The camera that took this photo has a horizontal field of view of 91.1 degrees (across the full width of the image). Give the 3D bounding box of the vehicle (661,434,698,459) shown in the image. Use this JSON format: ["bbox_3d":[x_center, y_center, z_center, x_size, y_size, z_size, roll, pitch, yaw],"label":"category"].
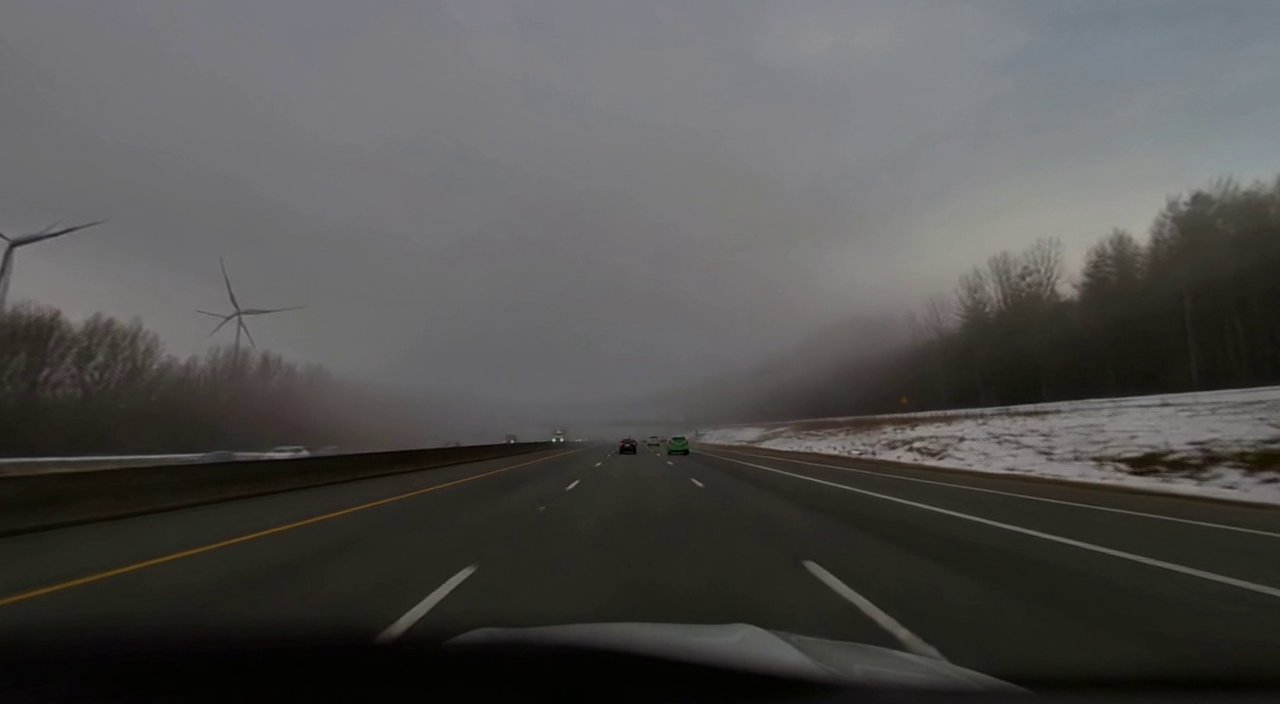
[{"bbox_3d":[2.613,6.295,42.153,2.041,1.551,3.974,0,-8,-3],"label":"vehicle"}]

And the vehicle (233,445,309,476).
[{"bbox_3d":[-20.154,5.904,34.526,1.821,1.503,3.978,0,-8,-1],"label":"vehicle"}]
